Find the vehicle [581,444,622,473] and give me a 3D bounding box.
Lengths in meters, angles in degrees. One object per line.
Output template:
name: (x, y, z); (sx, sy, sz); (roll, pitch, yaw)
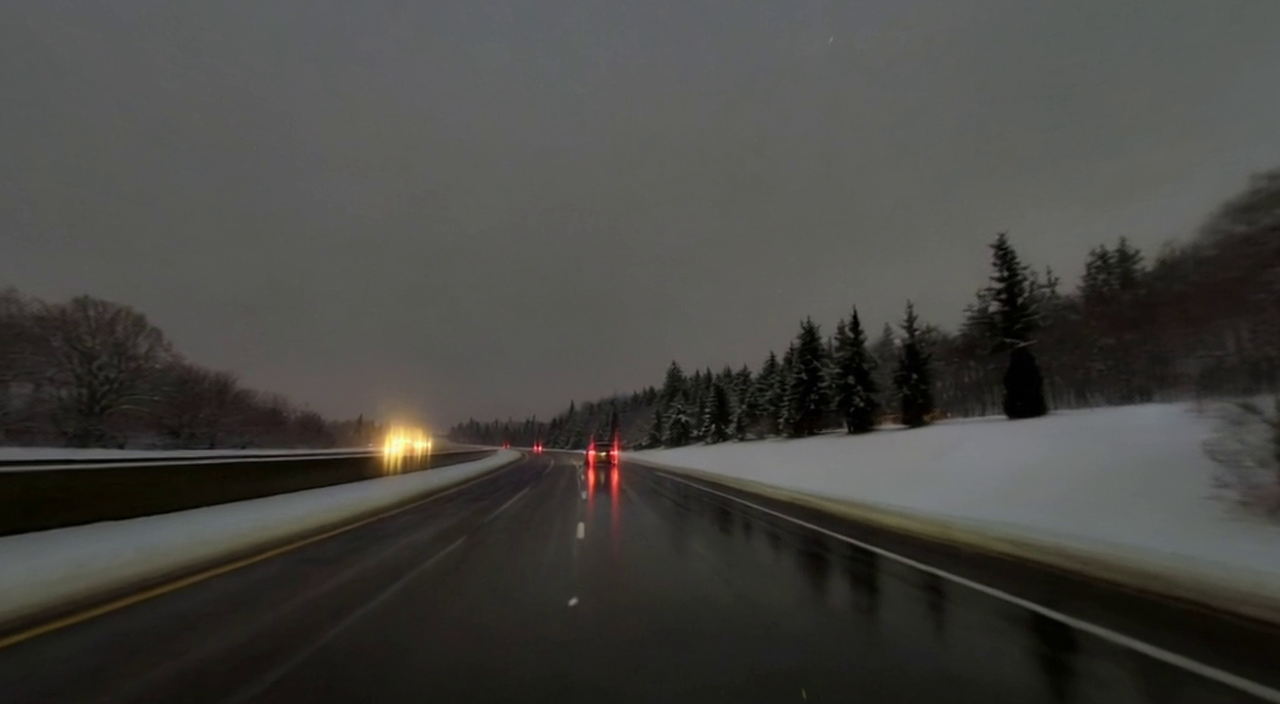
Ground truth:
vehicle: (-2.190, 5.844, 34.813); (2.140, 1.455, 4.135); (0, -9, -5)
